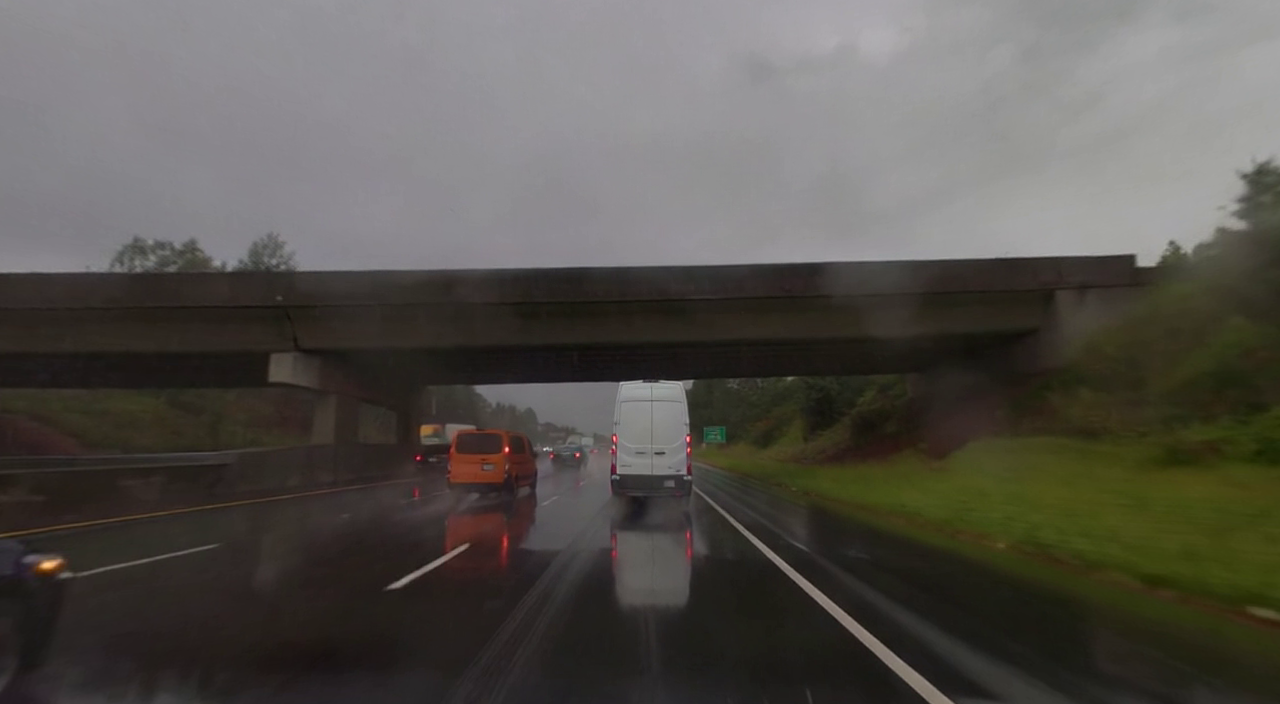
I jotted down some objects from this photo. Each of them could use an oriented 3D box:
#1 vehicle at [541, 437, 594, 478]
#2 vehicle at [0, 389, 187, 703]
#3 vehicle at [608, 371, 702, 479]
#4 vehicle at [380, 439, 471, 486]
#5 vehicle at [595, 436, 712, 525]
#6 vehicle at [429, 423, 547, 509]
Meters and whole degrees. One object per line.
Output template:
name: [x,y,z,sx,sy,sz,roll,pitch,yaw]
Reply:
vehicle: [-3.516,5.217,31.319,2.068,1.862,4.234,0,-9,0]
vehicle: [-3.778,0.837,2.098,1.845,1.554,3.565,0,-9,0]
vehicle: [0.452,4.043,31.697,3.289,3.822,18.653,0,-9,0]
vehicle: [-8.398,4.365,25.138,2.093,1.675,4.233,0,-9,0]
vehicle: [0.220,2.469,12.522,1.991,1.507,3.391,0,-9,0]
vehicle: [-3.673,2.840,16.023,1.951,1.882,3.979,0,-9,1]
